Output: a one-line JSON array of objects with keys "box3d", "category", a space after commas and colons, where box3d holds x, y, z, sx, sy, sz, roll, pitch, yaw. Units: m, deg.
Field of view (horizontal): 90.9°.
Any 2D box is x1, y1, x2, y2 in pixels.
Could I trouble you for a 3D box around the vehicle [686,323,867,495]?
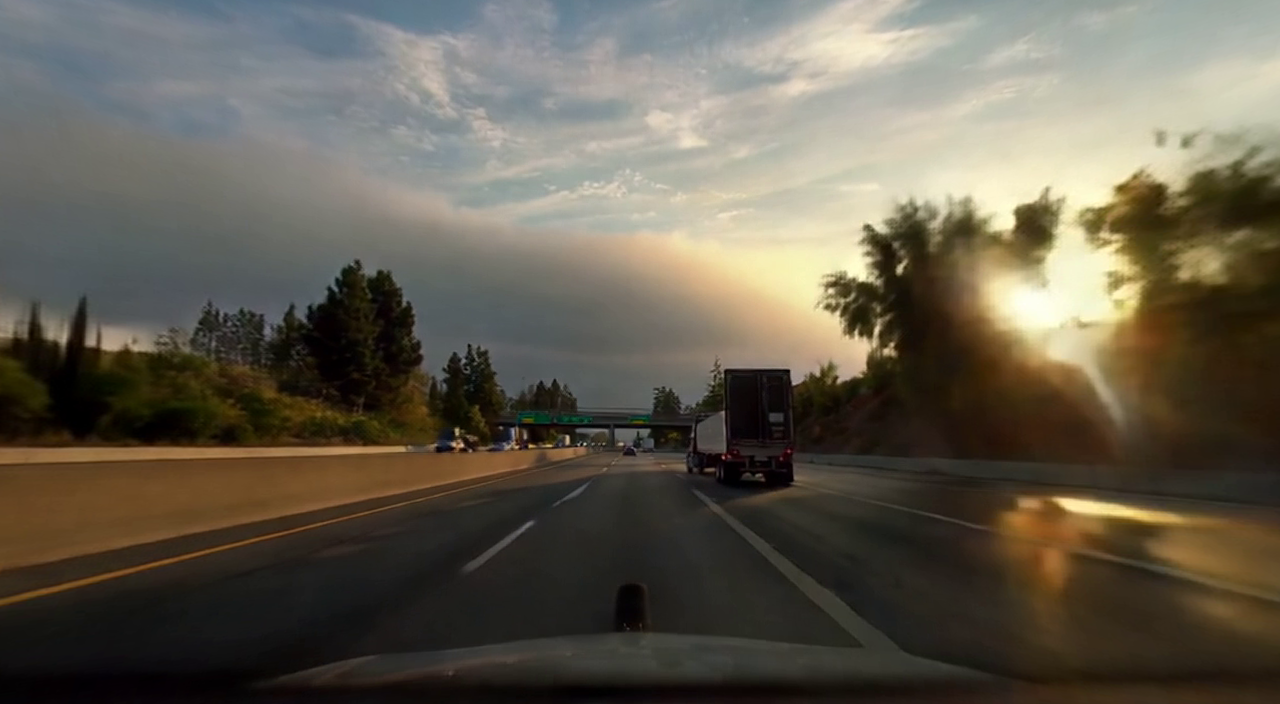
[{"box3d": [3.861, 2.422, 22.659, 3.323, 4.262, 14.056, 0, -9, 0], "category": "vehicle"}]
